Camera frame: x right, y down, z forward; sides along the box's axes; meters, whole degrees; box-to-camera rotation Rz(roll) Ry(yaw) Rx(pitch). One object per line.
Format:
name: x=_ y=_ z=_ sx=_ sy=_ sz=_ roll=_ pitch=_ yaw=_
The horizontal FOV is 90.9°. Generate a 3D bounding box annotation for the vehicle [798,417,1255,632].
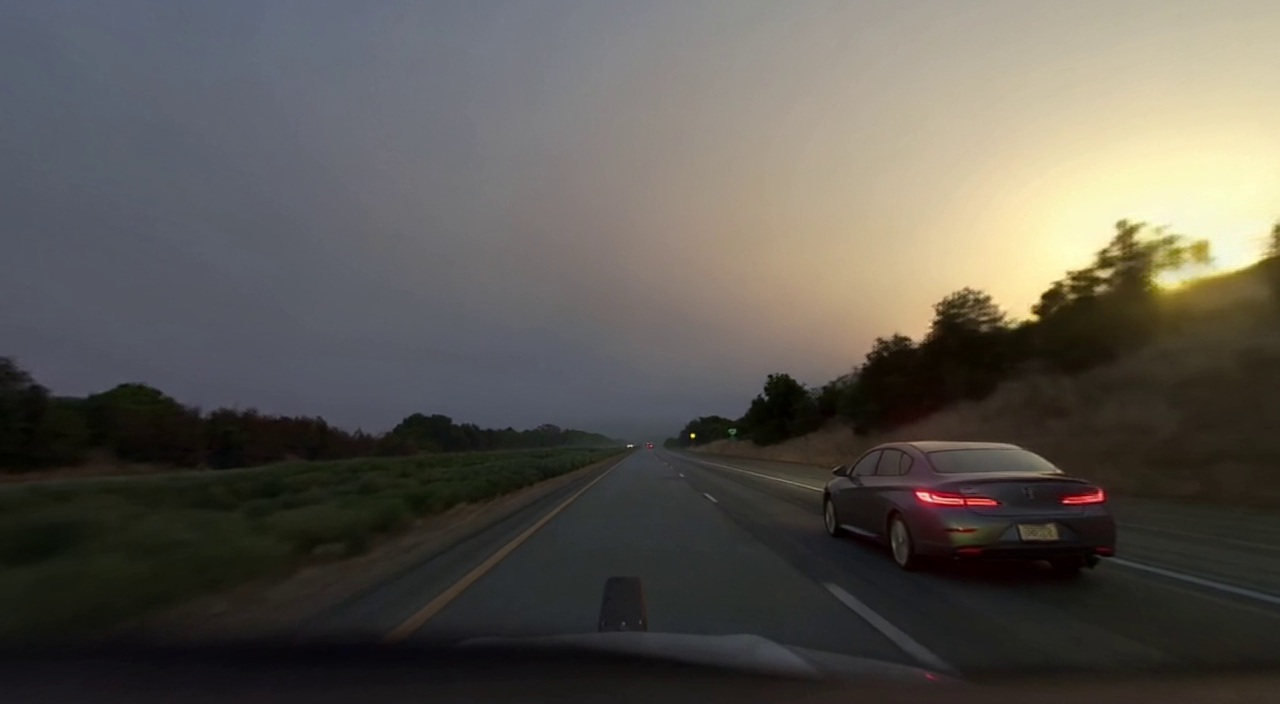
vehicle: x=3.258 y=1.535 z=6.680 sx=2.003 sy=1.466 sz=4.441 roll=0 pitch=-8 yaw=0
